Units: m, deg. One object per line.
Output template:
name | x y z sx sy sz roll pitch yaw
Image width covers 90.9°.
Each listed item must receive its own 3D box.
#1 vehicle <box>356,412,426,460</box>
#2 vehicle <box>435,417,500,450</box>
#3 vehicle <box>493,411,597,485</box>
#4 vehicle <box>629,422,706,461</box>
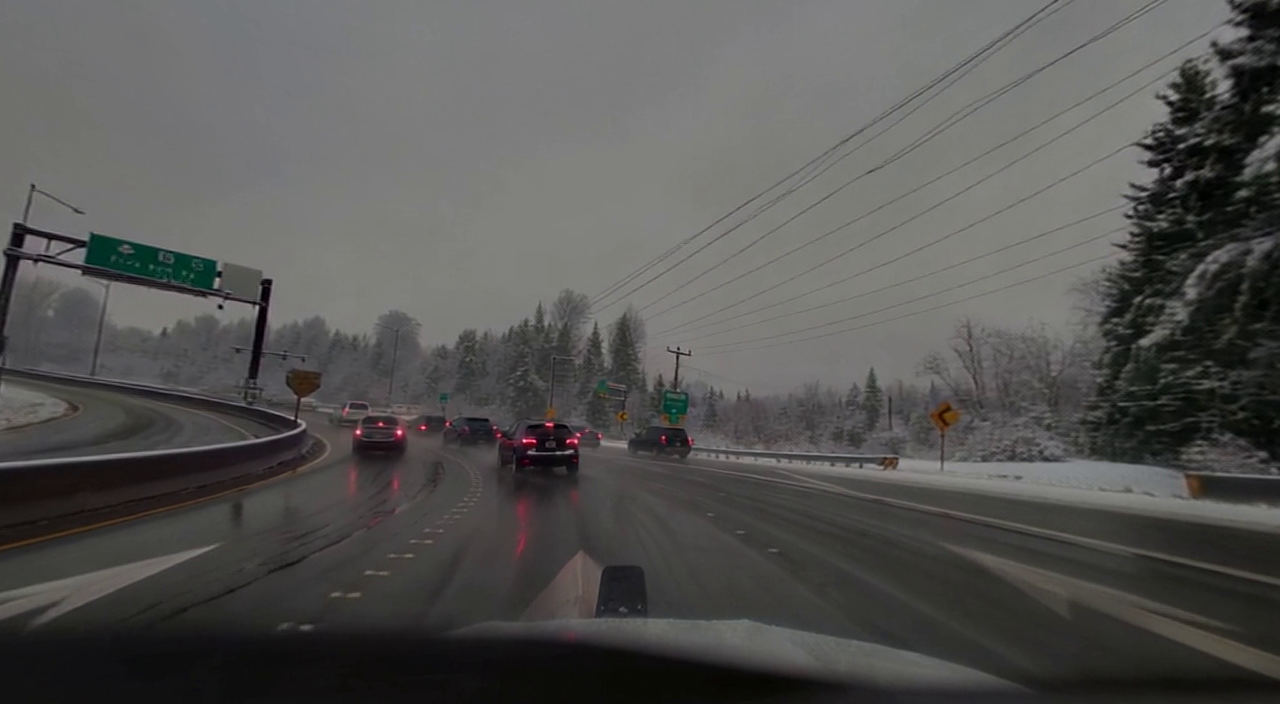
vehicle | -8.877 3.011 22.342 2.033 1.501 4.623 4 -9 -23
vehicle | -8.272 3.927 30.012 1.832 1.473 4.364 5 -10 -31
vehicle | -2.718 2.604 17.176 2.140 1.724 4.304 3 -9 -17
vehicle | 1.286 4.572 32.044 2.079 1.807 4.682 3 -9 -22
